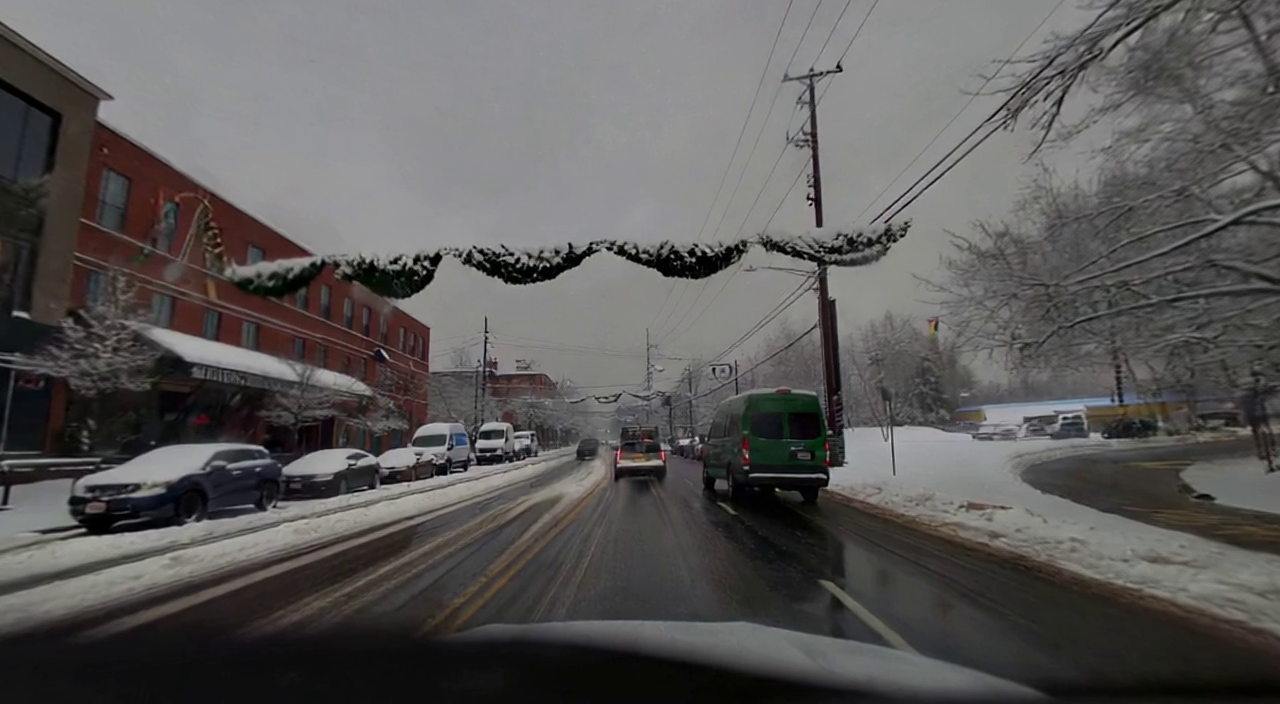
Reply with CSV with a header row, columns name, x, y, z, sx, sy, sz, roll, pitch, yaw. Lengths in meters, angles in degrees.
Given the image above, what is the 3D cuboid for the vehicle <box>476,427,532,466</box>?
name,x,y,z,sx,sy,sz,roll,pitch,yaw
vehicle,-9.687,6.813,45.723,2.964,2.597,6.437,0,-8,-3

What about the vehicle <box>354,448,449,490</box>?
name,x,y,z,sx,sy,sz,roll,pitch,yaw
vehicle,-9.402,4.627,25.399,2.063,1.481,4.722,0,-8,-1

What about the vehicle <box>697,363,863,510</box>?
name,x,y,z,sx,sy,sz,roll,pitch,yaw
vehicle,3.095,2.180,16.082,2.419,2.927,6.907,0,-8,-2

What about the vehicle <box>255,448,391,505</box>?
name,x,y,z,sx,sy,sz,roll,pitch,yaw
vehicle,-9.496,3.723,19.409,1.848,1.517,4.452,0,-8,0

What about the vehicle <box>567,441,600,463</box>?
name,x,y,z,sx,sy,sz,roll,pitch,yaw
vehicle,-3.956,7.056,44.727,1.974,1.484,4.400,0,-8,-1

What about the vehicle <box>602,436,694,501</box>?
name,x,y,z,sx,sy,sz,roll,pitch,yaw
vehicle,0.205,3.022,16.812,2.112,1.464,4.411,0,-8,1

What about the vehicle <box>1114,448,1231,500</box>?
name,x,y,z,sx,sy,sz,roll,pitch,yaw
vehicle,17.220,3.895,20.704,2.058,1.478,4.429,-5,-10,29

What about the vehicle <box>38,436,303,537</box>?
name,x,y,z,sx,sy,sz,roll,pitch,yaw
vehicle,-9.502,2.714,13.448,2.156,1.745,4.504,0,-8,0

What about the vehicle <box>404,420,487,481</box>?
name,x,y,z,sx,sy,sz,roll,pitch,yaw
vehicle,-9.535,4.884,31.596,2.398,2.723,5.816,0,-8,-1
